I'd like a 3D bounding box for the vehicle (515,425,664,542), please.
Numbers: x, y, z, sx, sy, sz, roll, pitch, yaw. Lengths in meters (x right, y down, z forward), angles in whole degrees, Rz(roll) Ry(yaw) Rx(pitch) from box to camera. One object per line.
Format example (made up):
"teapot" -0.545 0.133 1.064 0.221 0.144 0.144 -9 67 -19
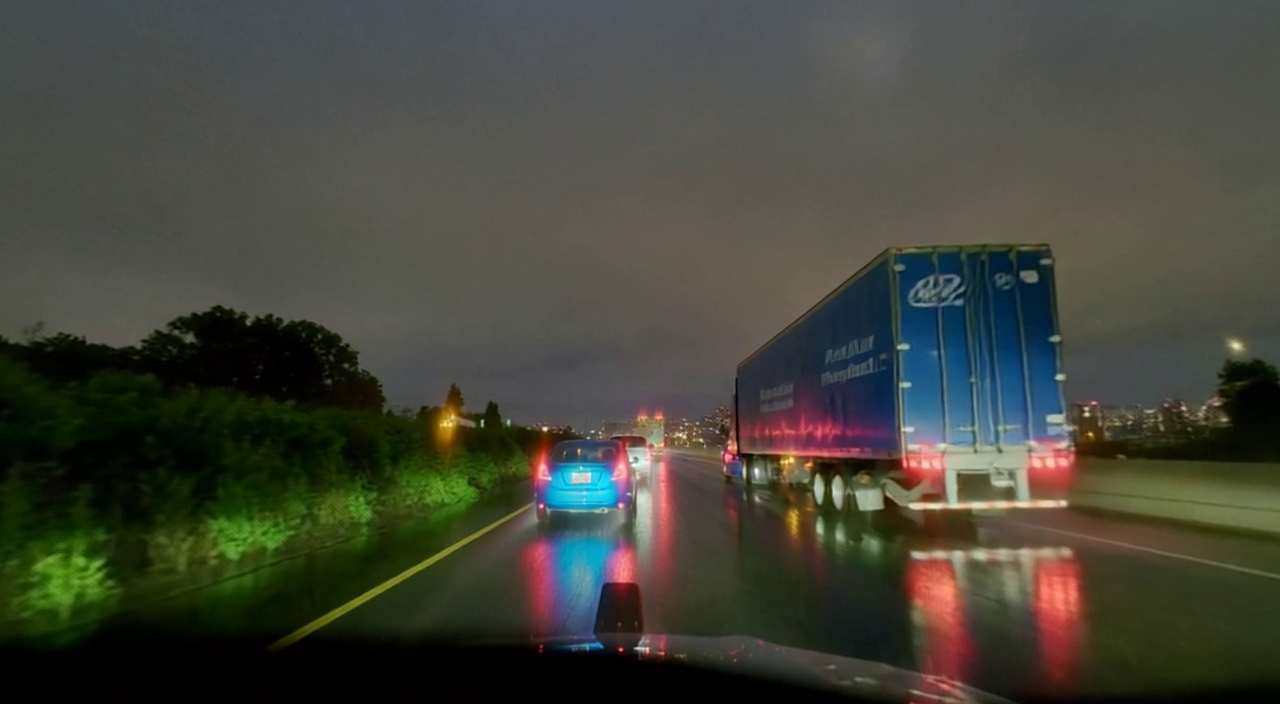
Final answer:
"vehicle" -0.695 2.099 10.557 2.038 1.582 3.729 0 -9 0

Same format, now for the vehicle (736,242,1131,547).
"vehicle" 4.865 1.558 15.302 2.825 4.043 14.051 0 -9 0

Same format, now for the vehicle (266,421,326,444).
"vehicle" -23.795 5.621 43.612 1.896 1.456 4.407 0 -9 -4
